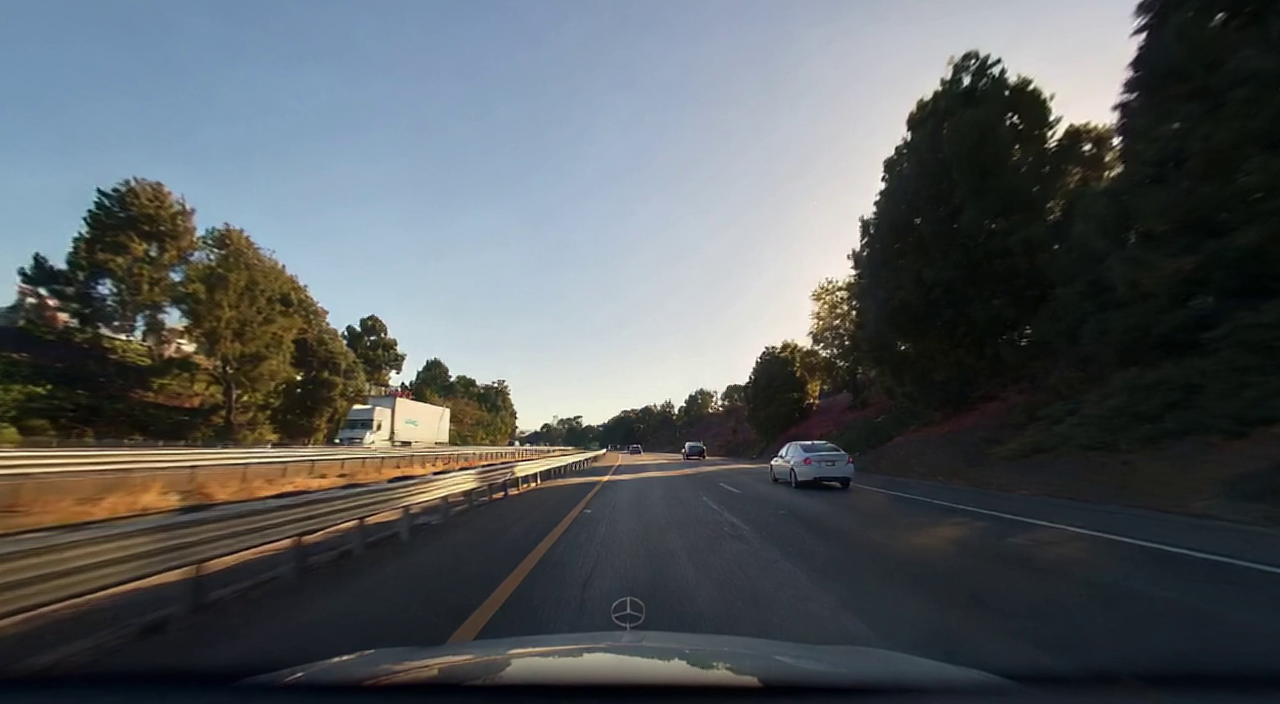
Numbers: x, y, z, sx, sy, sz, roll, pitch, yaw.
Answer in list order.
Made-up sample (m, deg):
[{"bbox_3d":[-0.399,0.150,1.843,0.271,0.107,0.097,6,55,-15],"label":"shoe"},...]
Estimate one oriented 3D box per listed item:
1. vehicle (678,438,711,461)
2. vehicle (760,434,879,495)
[{"bbox_3d":[3.856,6.994,45.121,1.945,1.538,3.729,0,-8,-2],"label":"vehicle"},{"bbox_3d":[4.915,3.129,17.933,2.072,1.528,4.176,0,-8,-1],"label":"vehicle"}]
